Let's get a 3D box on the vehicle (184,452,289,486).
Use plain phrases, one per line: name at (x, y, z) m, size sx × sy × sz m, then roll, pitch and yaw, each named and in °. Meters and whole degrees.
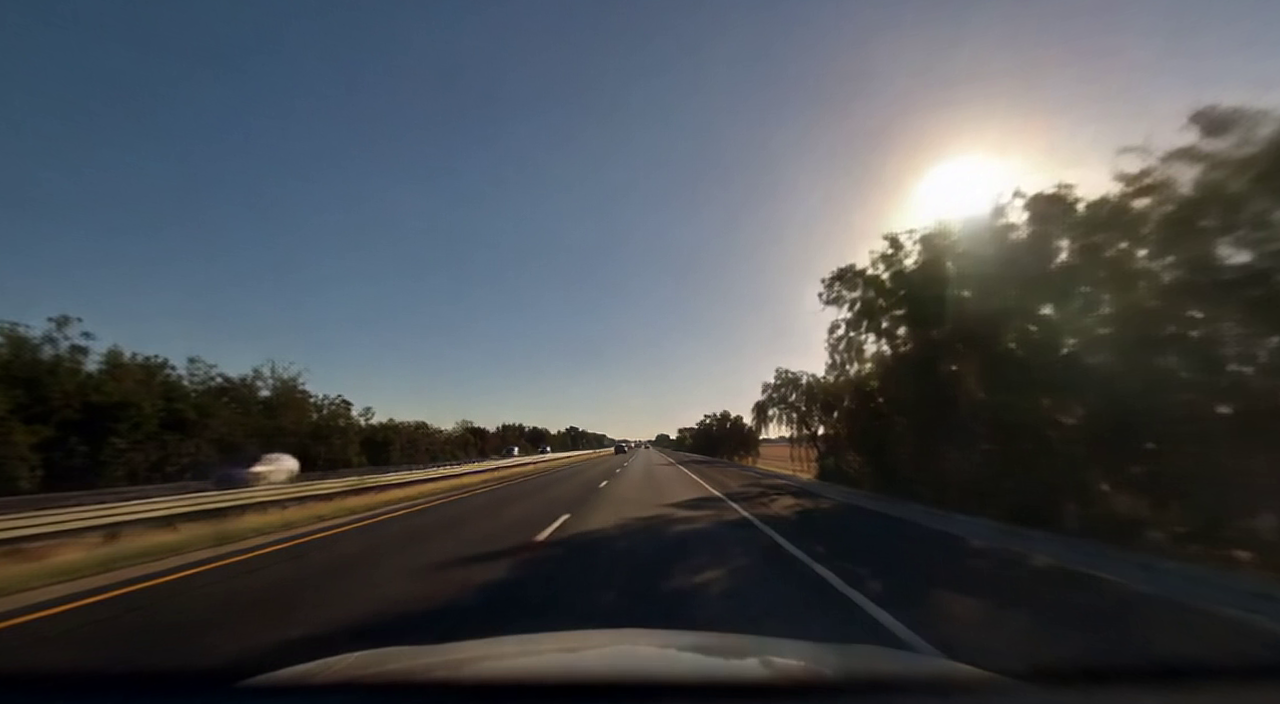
vehicle at (-19.183, 5.560, 30.261) m, size 1.945 × 1.447 × 4.528 m, roll 0°, pitch -8°, yaw 1°
